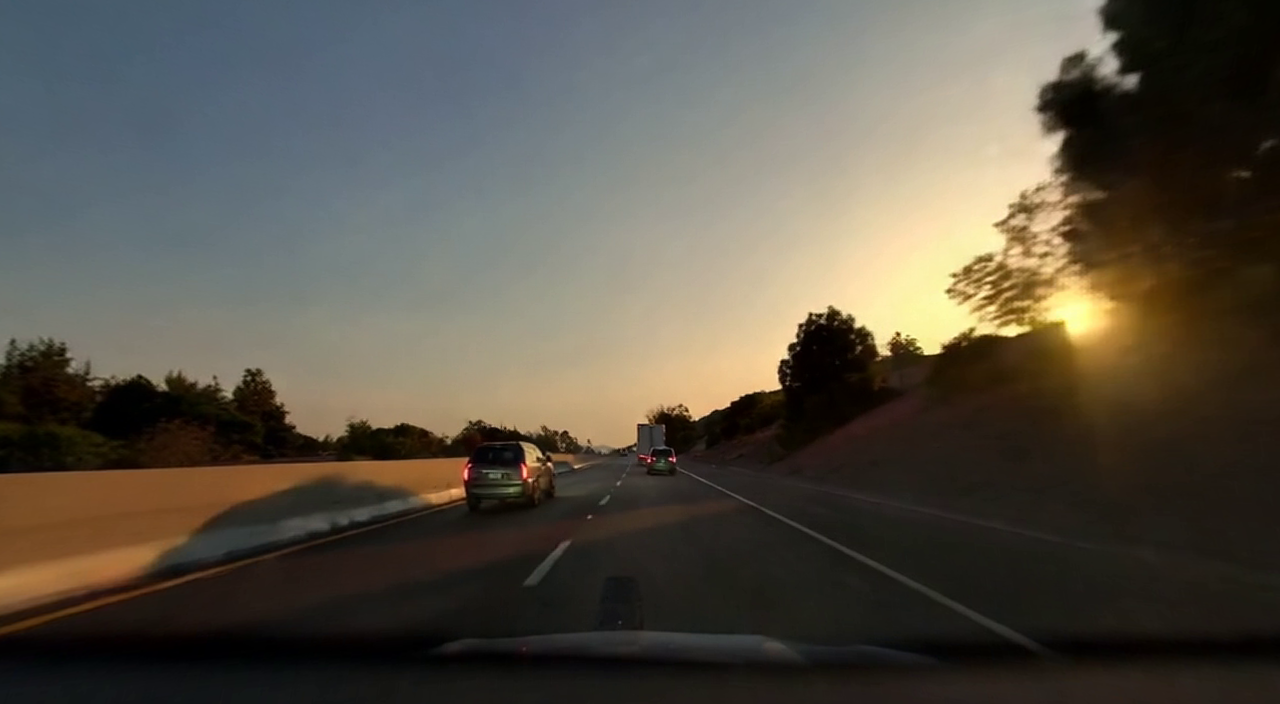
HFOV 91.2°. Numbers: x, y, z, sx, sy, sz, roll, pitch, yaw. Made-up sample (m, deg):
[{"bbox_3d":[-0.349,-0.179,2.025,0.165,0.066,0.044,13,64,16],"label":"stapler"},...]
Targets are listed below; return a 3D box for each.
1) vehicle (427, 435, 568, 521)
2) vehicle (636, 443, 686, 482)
[{"bbox_3d":[-3.065,2.843,14.695,2.181,1.653,4.691,0,-9,0],"label":"vehicle"},{"bbox_3d":[0.943,5.300,30.338,2.230,1.715,4.243,0,-9,0],"label":"vehicle"}]
